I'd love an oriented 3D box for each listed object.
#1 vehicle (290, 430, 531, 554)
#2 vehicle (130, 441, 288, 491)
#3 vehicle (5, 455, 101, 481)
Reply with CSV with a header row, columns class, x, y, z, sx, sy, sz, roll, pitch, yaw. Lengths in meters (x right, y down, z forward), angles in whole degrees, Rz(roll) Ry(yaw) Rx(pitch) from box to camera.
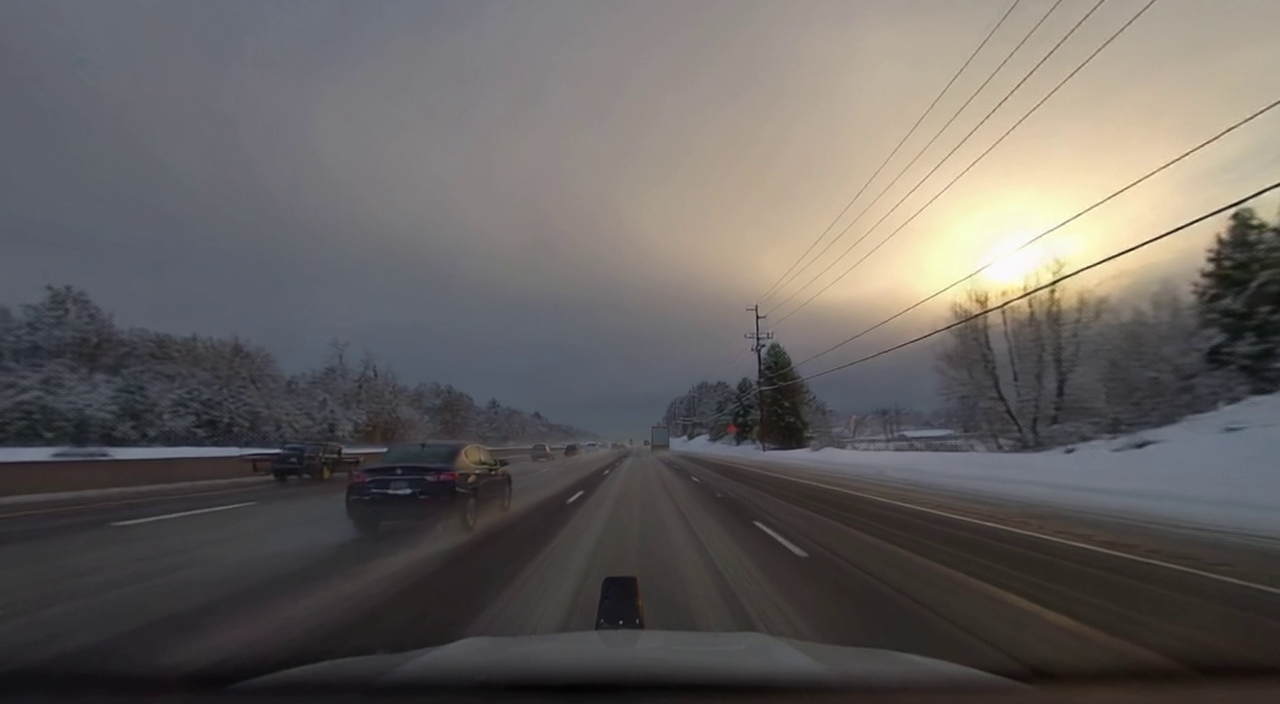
class,x,y,z,sx,sy,sz,roll,pitch,yaw
vehicle,-3.320,2.137,10.455,2.045,1.532,4.954,0,-9,1
vehicle,-14.577,3.856,21.746,2.039,1.516,4.780,0,-9,1
vehicle,-38.612,7.615,41.574,1.853,1.560,4.602,0,-9,1
